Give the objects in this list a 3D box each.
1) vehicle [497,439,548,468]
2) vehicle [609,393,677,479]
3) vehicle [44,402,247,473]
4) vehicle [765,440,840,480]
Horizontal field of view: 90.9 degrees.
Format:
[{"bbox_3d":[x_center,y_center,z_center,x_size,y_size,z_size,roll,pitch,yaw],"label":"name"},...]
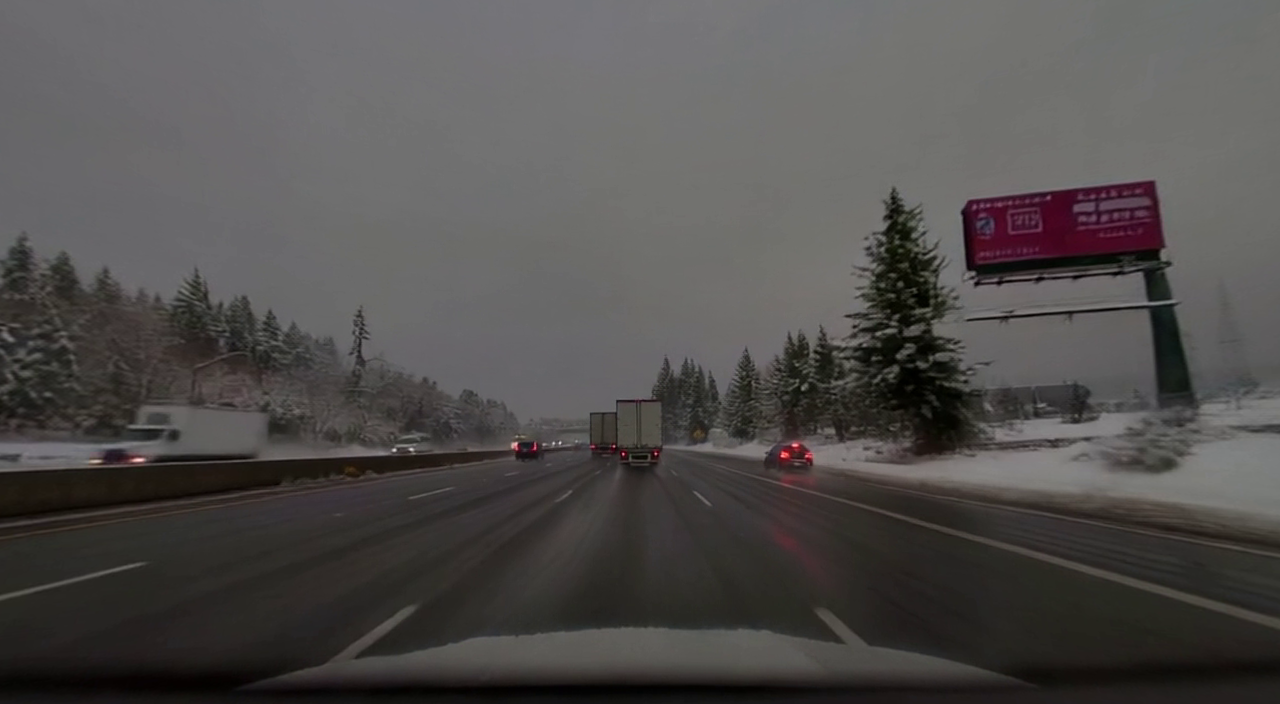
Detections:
[{"bbox_3d":[-6.795,5.919,36.976,1.992,1.547,4.673,0,-8,1],"label":"vehicle"},{"bbox_3d":[0.045,4.534,35.420,3.054,3.944,11.230,-2,-6,-1],"label":"vehicle"},{"bbox_3d":[-19.022,3.406,24.966,2.825,2.420,6.603,0,-8,-2],"label":"vehicle"},{"bbox_3d":[6.803,4.566,26.968,1.969,1.560,4.394,0,-8,-1],"label":"vehicle"}]
